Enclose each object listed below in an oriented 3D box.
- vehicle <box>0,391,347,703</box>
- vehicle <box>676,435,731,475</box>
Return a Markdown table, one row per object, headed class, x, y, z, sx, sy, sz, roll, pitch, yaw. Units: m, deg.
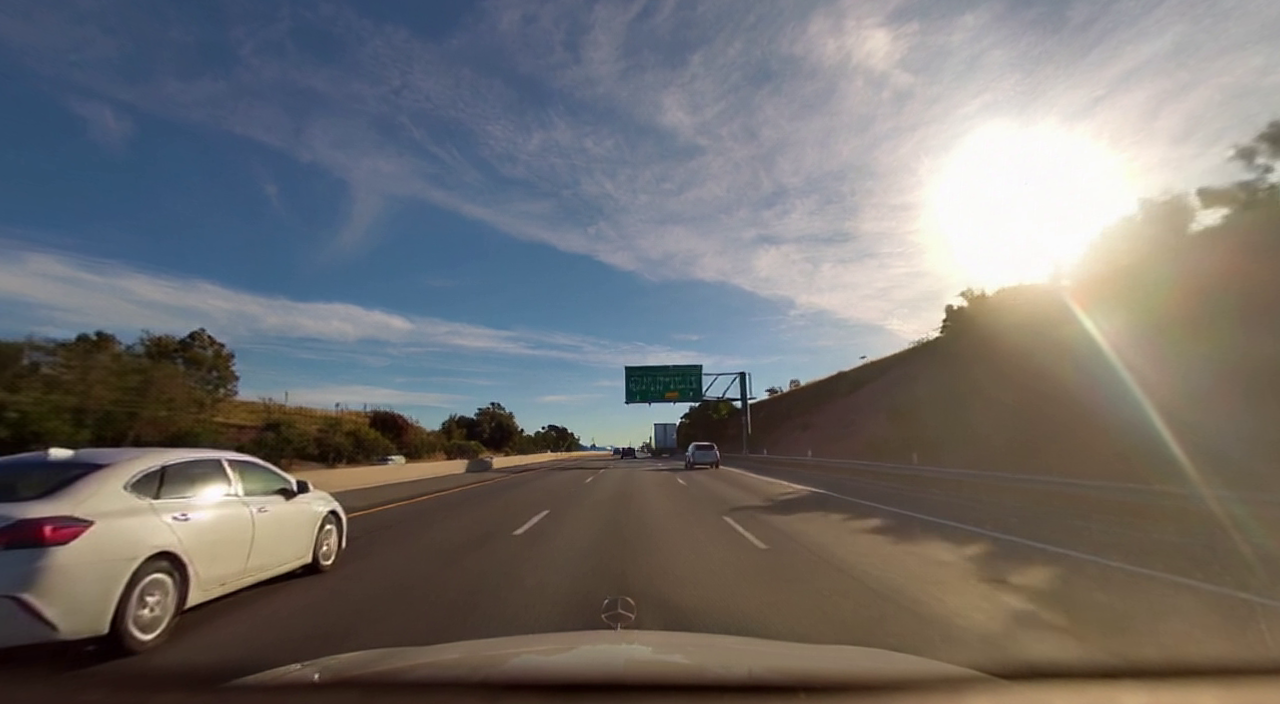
| class | x | y | z | sx | sy | sz | roll | pitch | yaw |
| --- | --- | --- | --- | --- | --- | --- | --- | --- | --- |
| vehicle | -4.156 | 1.197 | 4.447 | 1.903 | 1.607 | 4.770 | 0 | -8 | 0 |
| vehicle | 2.938 | 4.902 | 30.194 | 2.065 | 1.760 | 4.488 | 0 | -9 | -1 |
